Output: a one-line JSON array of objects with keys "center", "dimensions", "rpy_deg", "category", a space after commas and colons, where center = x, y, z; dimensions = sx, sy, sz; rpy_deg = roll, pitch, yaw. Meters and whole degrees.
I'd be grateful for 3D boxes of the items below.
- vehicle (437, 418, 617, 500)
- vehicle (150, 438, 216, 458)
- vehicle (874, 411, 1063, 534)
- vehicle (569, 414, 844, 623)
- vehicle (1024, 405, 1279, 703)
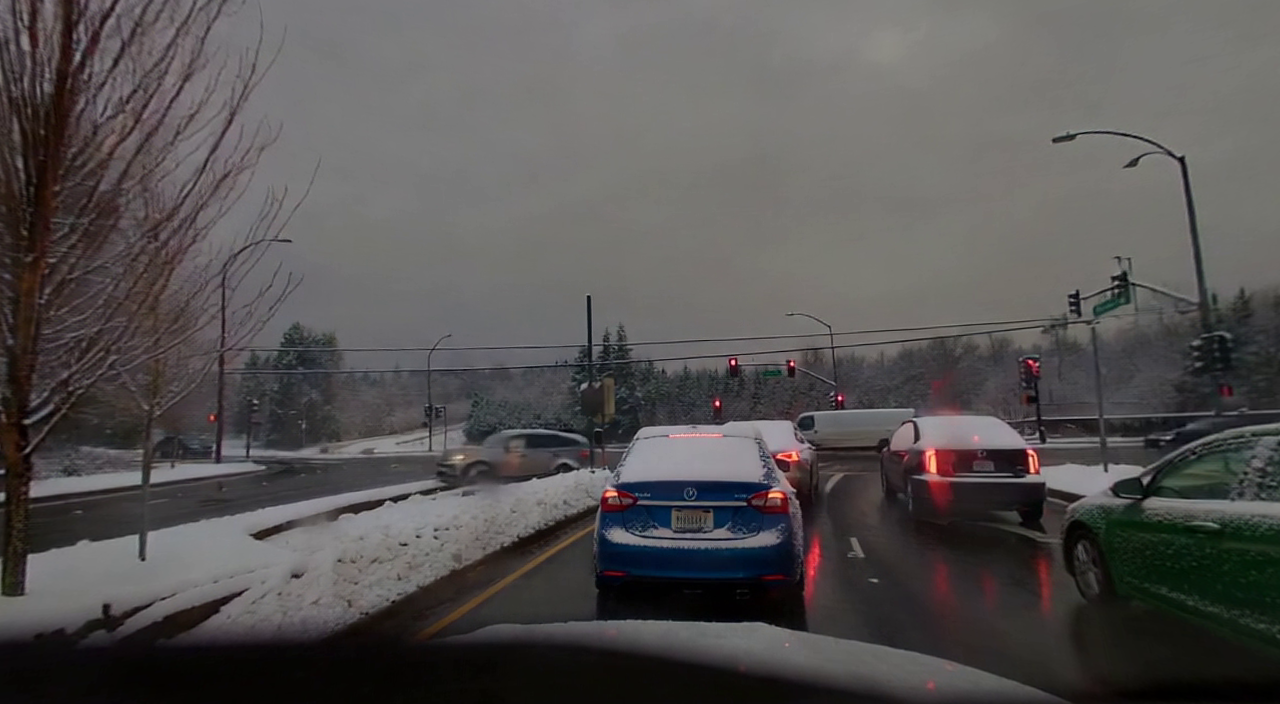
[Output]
[{"center": [-2.408, 2.455, 14.813], "dimensions": [1.918, 1.589, 4.556], "rpy_deg": [-4, -9, 24], "category": "vehicle"}, {"center": [-35.380, 7.440, 48.637], "dimensions": [1.652, 1.433, 3.733], "rpy_deg": [-7, -11, 40], "category": "vehicle"}, {"center": [5.532, 2.044, 11.282], "dimensions": [2.102, 1.717, 4.373], "rpy_deg": [-2, -9, 16], "category": "vehicle"}, {"center": [0.854, 1.500, 6.683], "dimensions": [2.052, 1.483, 3.928], "rpy_deg": [-2, -8, 12], "category": "vehicle"}, {"center": [4.244, 1.057, 3.358], "dimensions": [1.954, 1.508, 4.441], "rpy_deg": [-1, -8, 6], "category": "vehicle"}]
